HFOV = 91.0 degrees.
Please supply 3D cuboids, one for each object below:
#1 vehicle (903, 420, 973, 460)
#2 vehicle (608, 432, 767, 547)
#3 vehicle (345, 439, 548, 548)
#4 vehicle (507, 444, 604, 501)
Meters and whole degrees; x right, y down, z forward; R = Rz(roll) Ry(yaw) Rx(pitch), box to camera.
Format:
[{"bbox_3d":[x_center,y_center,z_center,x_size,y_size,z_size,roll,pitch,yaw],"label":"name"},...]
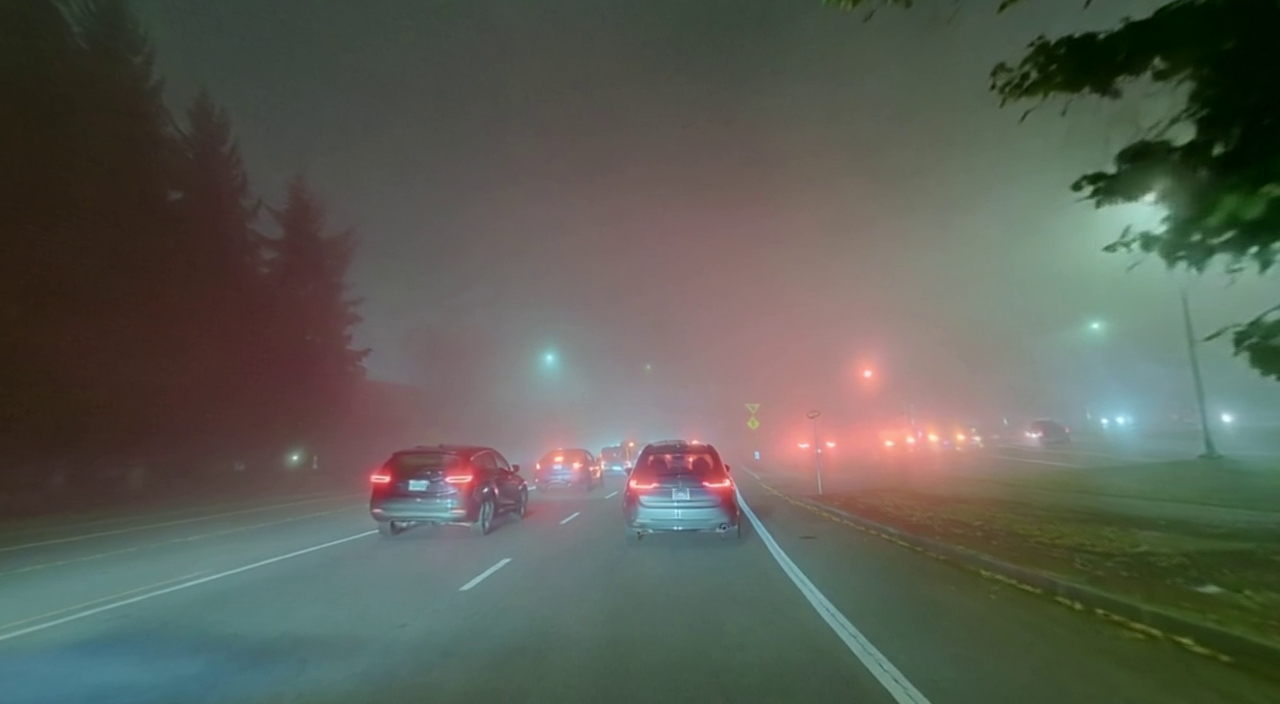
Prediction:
[{"bbox_3d":[15.316,4.589,32.637,2.288,1.933,4.612,-2,-9,14],"label":"vehicle"},{"bbox_3d":[0.695,2.183,10.665,2.142,1.528,4.133,0,-9,2],"label":"vehicle"},{"bbox_3d":[-3.039,2.318,11.020,1.940,1.502,4.241,-1,-9,4],"label":"vehicle"},{"bbox_3d":[-2.353,3.499,18.754,1.870,1.490,4.187,-1,-9,6],"label":"vehicle"}]
